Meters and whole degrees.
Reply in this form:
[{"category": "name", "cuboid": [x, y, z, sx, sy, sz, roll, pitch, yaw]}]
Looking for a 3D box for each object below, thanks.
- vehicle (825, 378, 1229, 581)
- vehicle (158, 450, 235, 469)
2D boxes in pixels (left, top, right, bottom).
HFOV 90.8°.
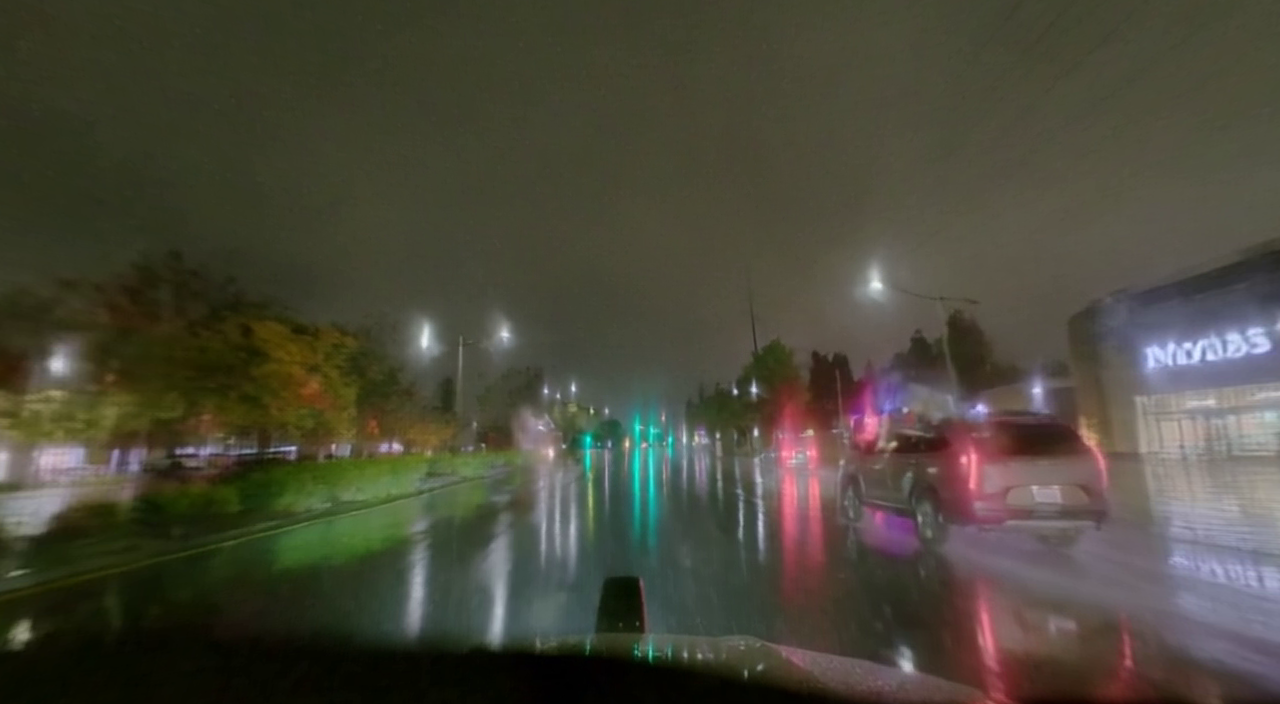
[{"category": "vehicle", "cuboid": [4.533, 1.603, 8.765, 2.185, 1.956, 5.128, 0, -8, -2]}, {"category": "vehicle", "cuboid": [-33.261, 8.055, 47.439, 4.463, 1.411, 1.779, 0, -8, 2]}]
